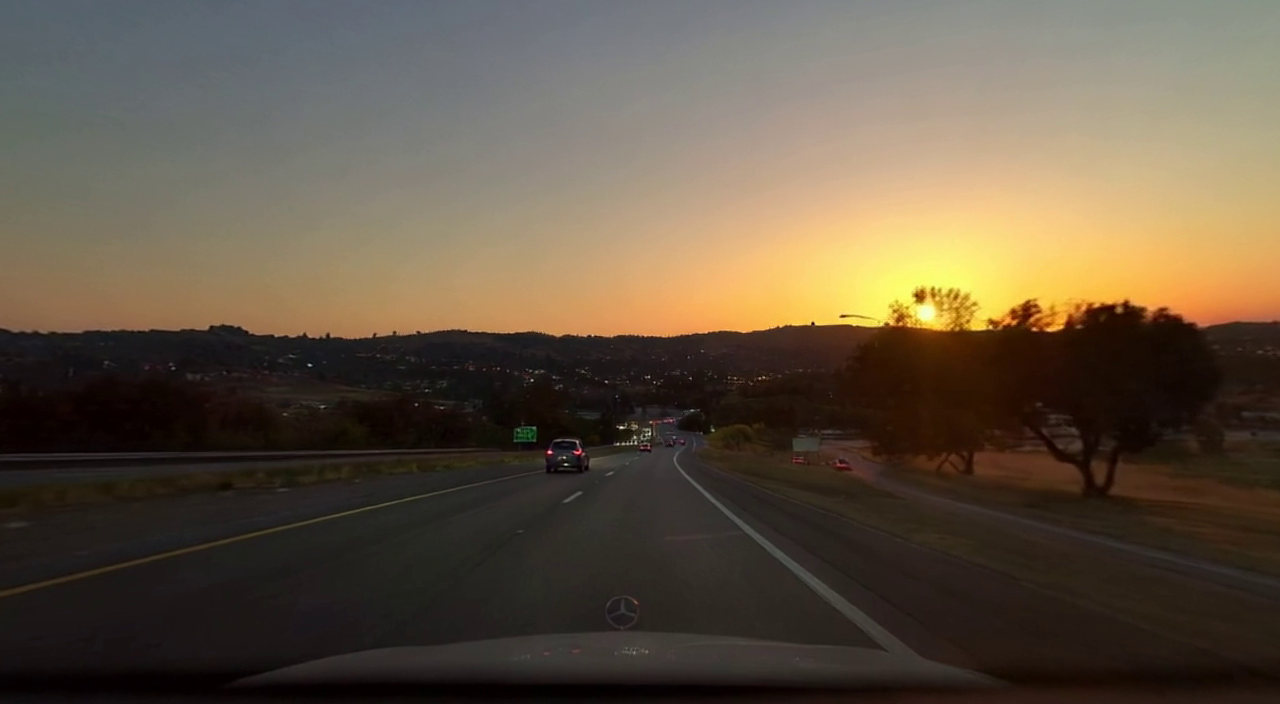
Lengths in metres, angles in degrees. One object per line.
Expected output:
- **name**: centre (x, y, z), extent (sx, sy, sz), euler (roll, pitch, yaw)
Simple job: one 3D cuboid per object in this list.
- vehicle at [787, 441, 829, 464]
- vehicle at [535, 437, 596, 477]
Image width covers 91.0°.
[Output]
- **vehicle**: centre (12.213, 7.318, 45.896), extent (1.831, 1.574, 3.868), euler (0, -8, -2)
- **vehicle**: centre (-3.468, 5.037, 30.462), extent (2.193, 1.771, 4.757), euler (0, -9, 2)
